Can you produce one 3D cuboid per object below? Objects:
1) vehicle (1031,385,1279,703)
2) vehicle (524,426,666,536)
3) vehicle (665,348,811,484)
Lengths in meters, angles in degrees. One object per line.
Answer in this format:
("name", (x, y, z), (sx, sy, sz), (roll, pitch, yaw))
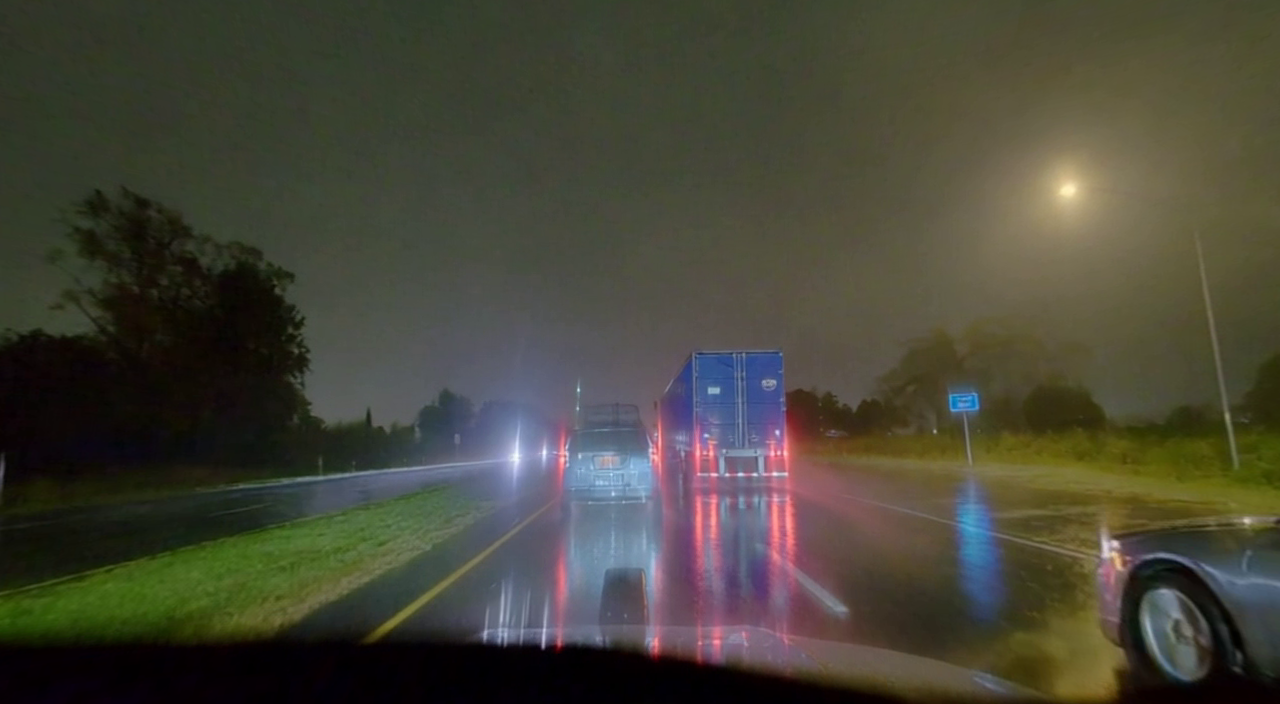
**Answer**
("vehicle", (3.581, 0.781, 1.757), (1.960, 1.515, 4.713), (0, -8, 0))
("vehicle", (-0.674, 2.133, 11.041), (2.009, 1.554, 4.013), (0, -8, -1))
("vehicle", (3.441, 3.187, 28.309), (3.591, 4.290, 16.696), (0, -8, -1))
